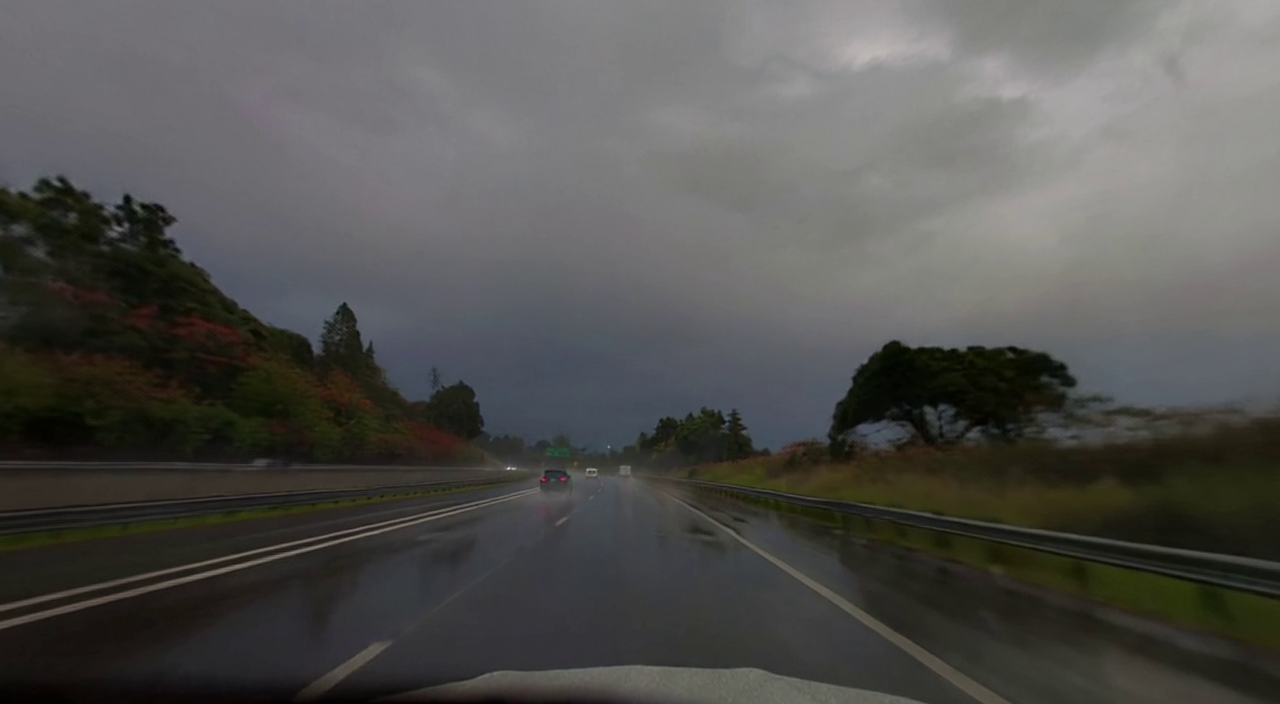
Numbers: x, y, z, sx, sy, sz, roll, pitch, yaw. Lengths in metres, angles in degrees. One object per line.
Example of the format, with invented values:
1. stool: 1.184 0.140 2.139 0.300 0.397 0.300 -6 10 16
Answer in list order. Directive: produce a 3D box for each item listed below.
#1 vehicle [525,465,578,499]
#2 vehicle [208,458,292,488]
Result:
1. vehicle: -4.394 6.544 31.977 2.115 1.546 4.638 1 -10 -2
2. vehicle: -21.514 6.689 34.988 2.038 1.509 4.205 1 -10 -2
